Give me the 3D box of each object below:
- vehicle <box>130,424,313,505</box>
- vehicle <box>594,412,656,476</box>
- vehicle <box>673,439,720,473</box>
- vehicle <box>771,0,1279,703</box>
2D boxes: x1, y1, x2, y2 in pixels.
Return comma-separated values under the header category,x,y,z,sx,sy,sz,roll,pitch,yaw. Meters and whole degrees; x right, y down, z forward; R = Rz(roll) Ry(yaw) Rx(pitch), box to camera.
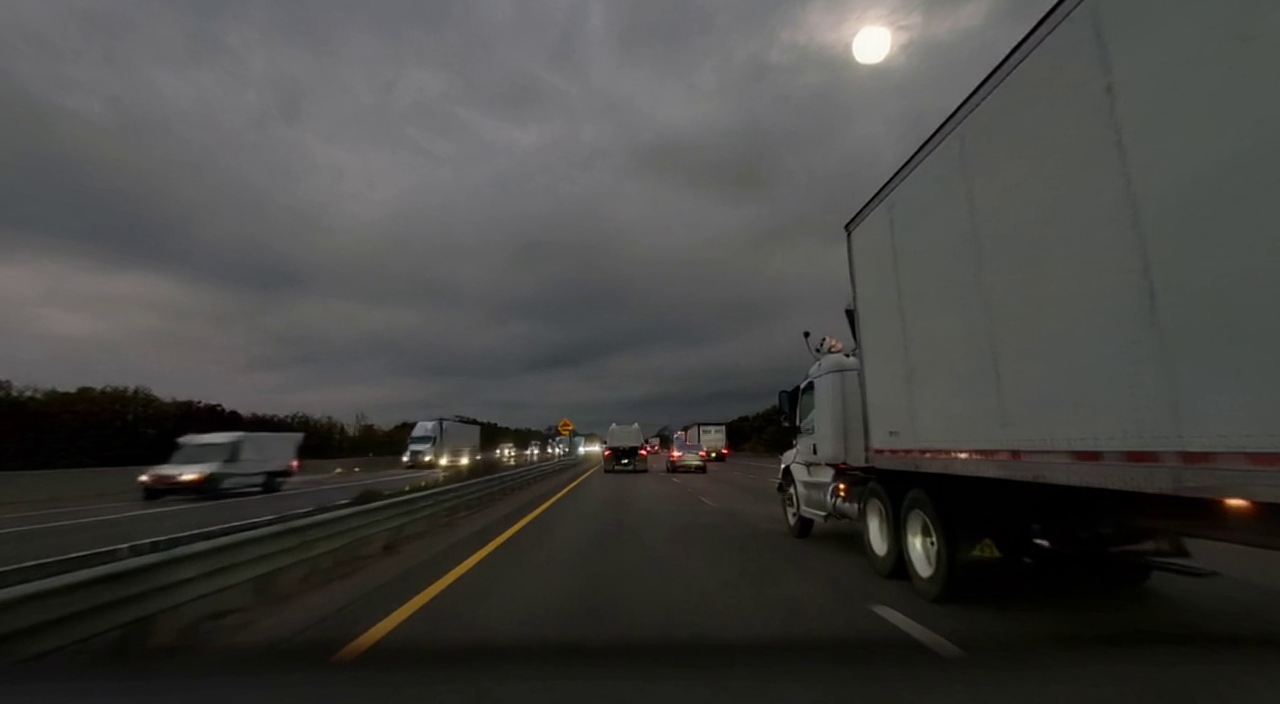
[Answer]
category,x,y,z,sx,sy,sz,roll,pitch,yaw
vehicle,-13.676,3.702,21.082,2.425,2.339,5.273,0,-9,0
vehicle,-0.571,4.470,30.341,2.506,2.743,6.093,-1,-9,3
vehicle,2.948,5.552,33.579,2.127,1.642,3.899,0,-9,-1
vehicle,3.847,0.215,5.345,2.972,4.007,10.643,0,-9,-1
